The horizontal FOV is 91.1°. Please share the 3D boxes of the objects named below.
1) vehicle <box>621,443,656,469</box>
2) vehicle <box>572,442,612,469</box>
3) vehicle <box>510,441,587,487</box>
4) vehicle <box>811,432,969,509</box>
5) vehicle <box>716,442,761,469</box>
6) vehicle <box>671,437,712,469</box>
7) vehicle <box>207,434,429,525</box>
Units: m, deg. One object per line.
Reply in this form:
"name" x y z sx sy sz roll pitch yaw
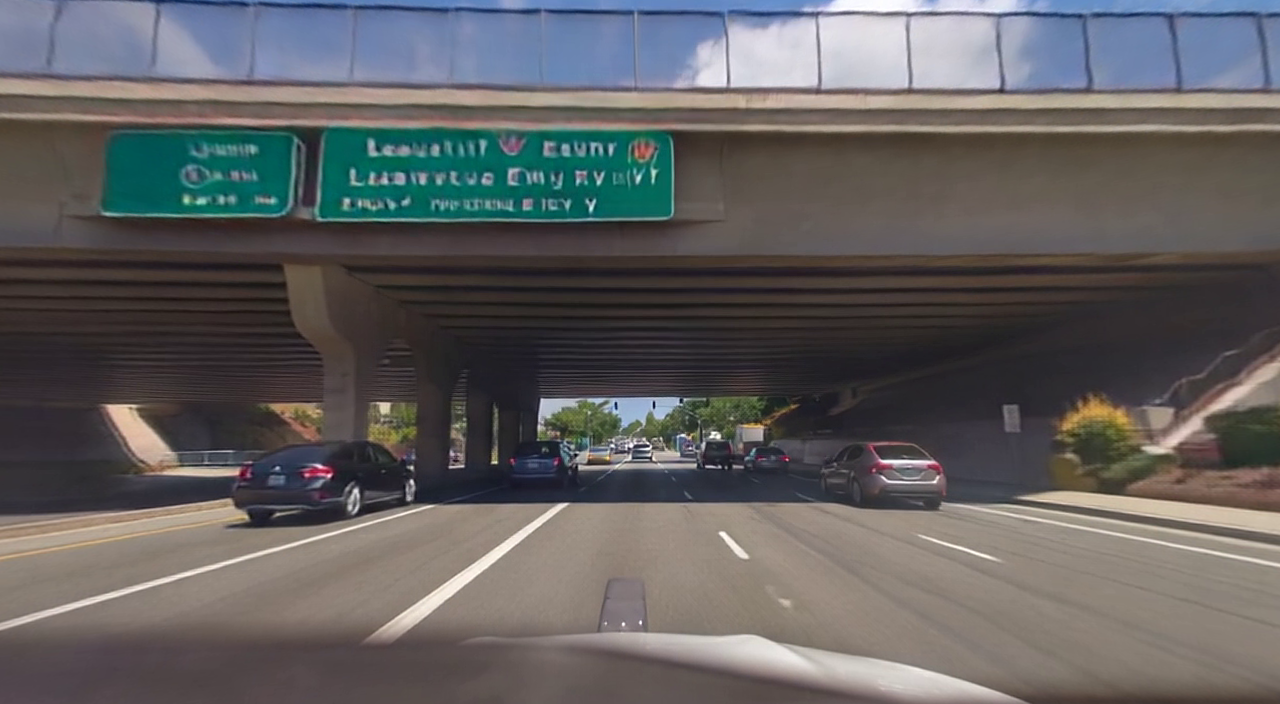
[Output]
"vehicle" -0.098 6.325 38.418 2.026 1.453 3.780 0 -8 0
"vehicle" -2.808 6.188 37.632 1.980 1.491 4.351 0 -8 0
"vehicle" -3.158 3.974 22.599 2.041 1.466 4.212 0 -8 1
"vehicle" 5.984 2.872 15.729 2.056 1.624 4.498 0 -8 -1
"vehicle" 6.002 6.341 38.609 1.924 1.527 4.268 0 -8 -2
"vehicle" 3.004 6.018 37.627 2.034 1.762 4.420 0 -8 -1
"vehicle" -6.096 2.444 12.655 2.070 1.488 4.376 0 -8 1
